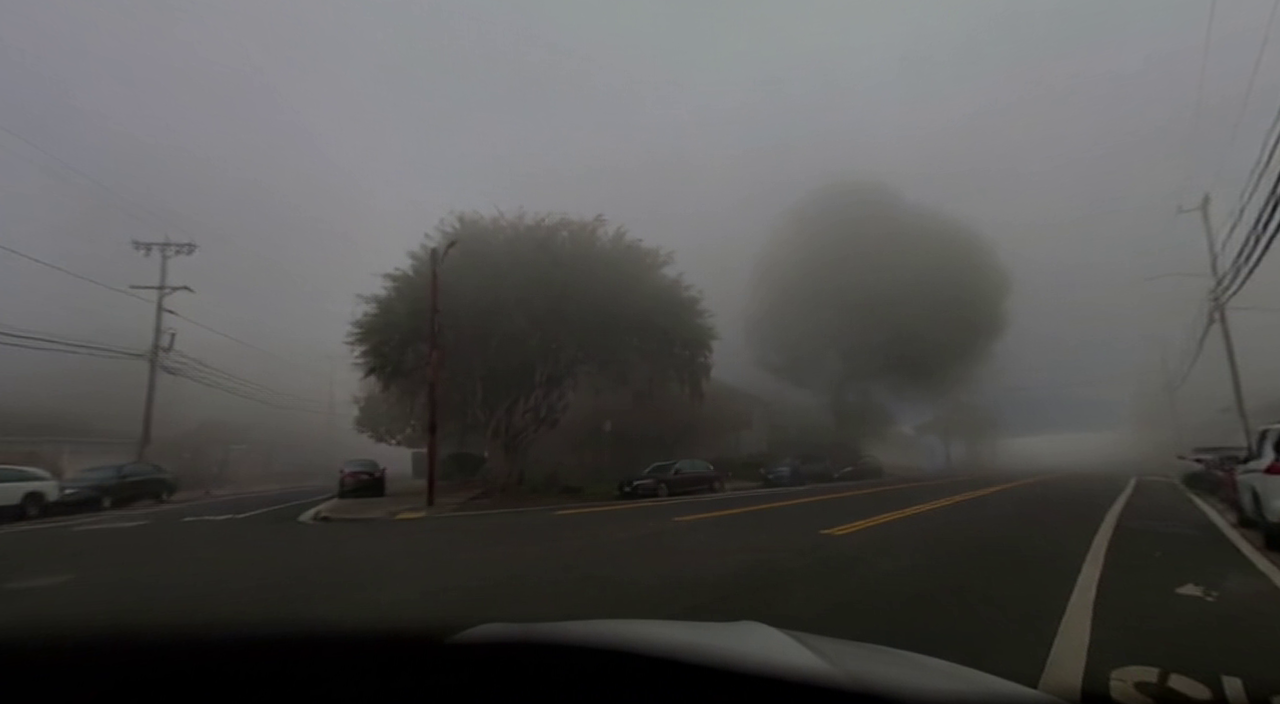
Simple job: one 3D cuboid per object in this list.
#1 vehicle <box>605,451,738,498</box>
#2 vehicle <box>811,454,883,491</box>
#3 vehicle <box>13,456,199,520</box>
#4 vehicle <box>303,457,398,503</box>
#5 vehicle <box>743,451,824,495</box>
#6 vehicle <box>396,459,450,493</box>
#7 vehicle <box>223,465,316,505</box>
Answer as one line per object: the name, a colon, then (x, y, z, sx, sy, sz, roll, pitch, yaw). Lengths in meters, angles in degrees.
vehicle: (1.281, 4.584, 23.129, 2.136, 1.431, 5.197, -12, -18, 37)
vehicle: (11.985, 6.835, 36.349, 2.089, 1.837, 5.499, -7, -11, 38)
vehicle: (-19.216, 4.860, 23.238, 2.283, 1.909, 5.692, 1, -8, -6)
vehicle: (-11.408, 5.028, 25.271, 1.981, 1.579, 4.446, 0, -8, -4)
vehicle: (6.864, 5.631, 29.878, 1.937, 1.837, 4.414, -7, -11, 38)
vehicle: (-12.354, 7.051, 36.220, 1.989, 1.683, 3.918, 0, -8, -4)
vehicle: (-20.565, 7.380, 35.402, 2.287, 1.830, 5.343, 0, -8, -5)
